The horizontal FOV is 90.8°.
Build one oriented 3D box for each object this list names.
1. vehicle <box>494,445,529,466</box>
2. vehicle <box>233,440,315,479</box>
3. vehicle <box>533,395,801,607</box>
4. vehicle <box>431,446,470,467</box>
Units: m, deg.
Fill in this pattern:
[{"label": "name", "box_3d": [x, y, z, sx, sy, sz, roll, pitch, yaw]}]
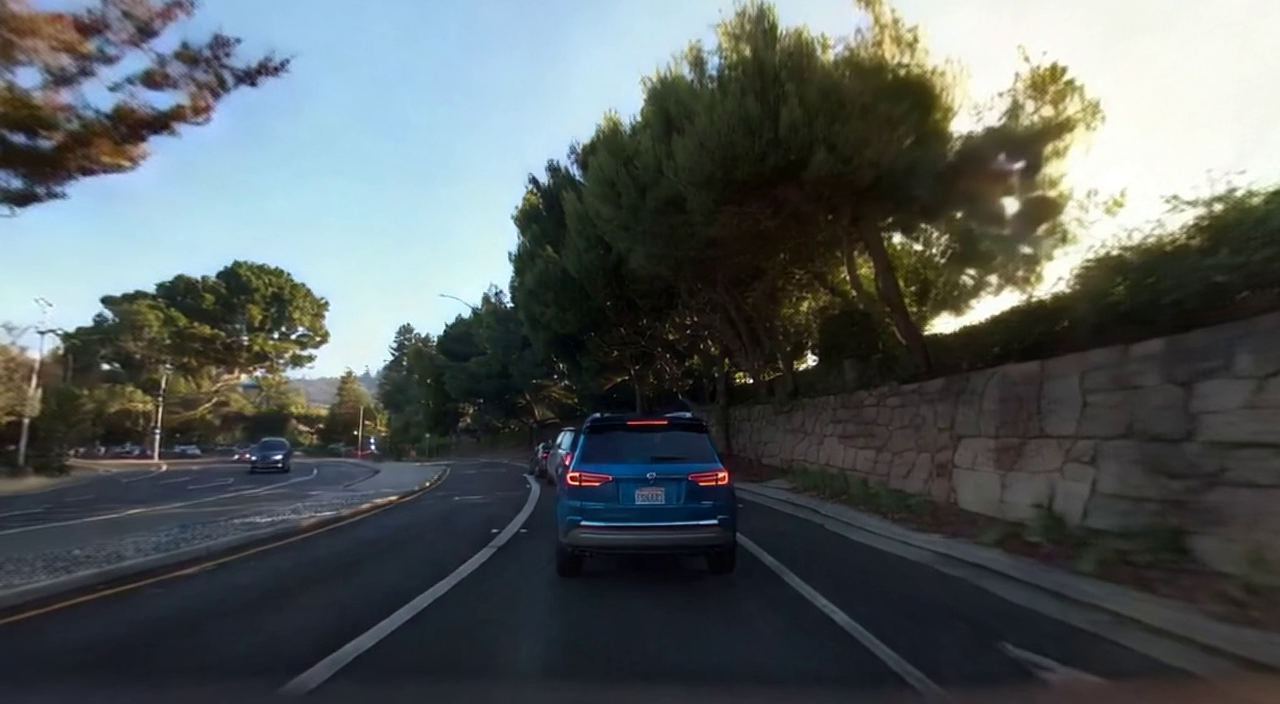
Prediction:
[{"label": "vehicle", "box_3d": [-9.954, 7.908, 48.617, 1.837, 1.483, 4.559, 3, -9, -22]}, {"label": "vehicle", "box_3d": [-17.438, 5.108, 30.398, 2.317, 1.695, 4.538, 2, -9, -17]}, {"label": "vehicle", "box_3d": [0.054, 1.569, 7.579, 2.287, 1.762, 4.269, 1, -8, -5]}, {"label": "vehicle", "box_3d": [-14.209, 7.781, 47.304, 2.023, 1.474, 4.286, 4, -9, -26]}]
